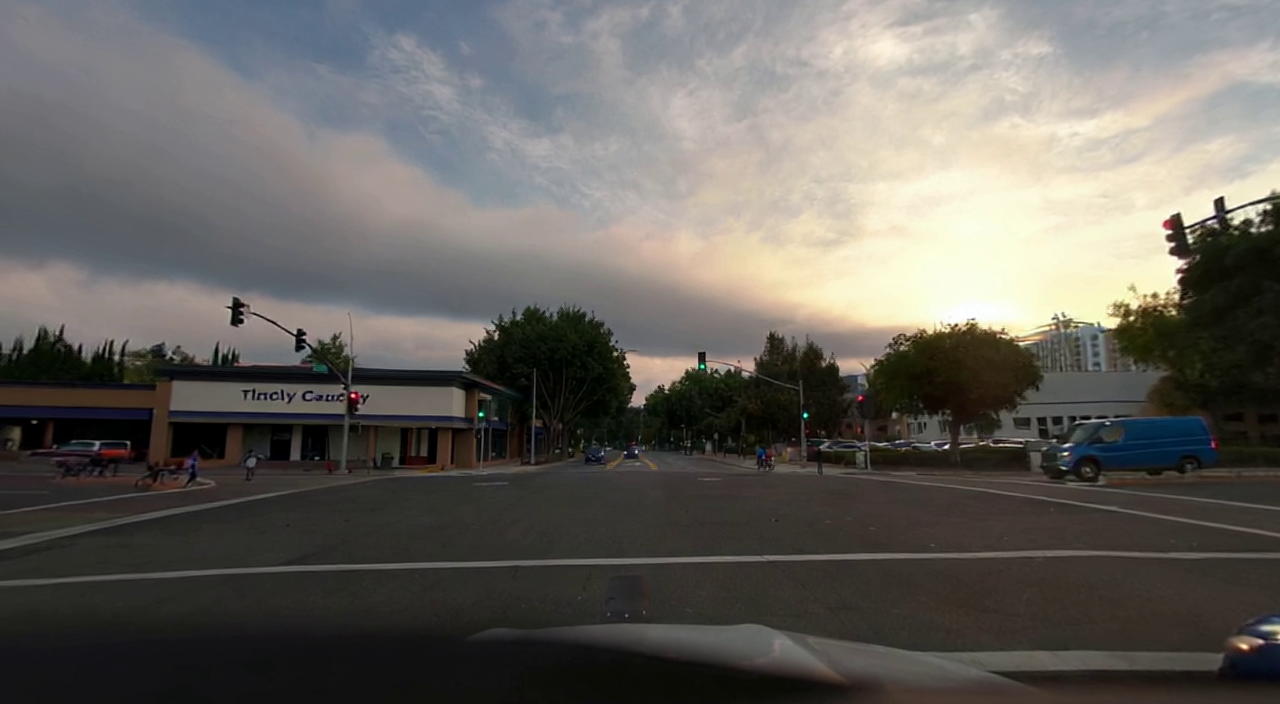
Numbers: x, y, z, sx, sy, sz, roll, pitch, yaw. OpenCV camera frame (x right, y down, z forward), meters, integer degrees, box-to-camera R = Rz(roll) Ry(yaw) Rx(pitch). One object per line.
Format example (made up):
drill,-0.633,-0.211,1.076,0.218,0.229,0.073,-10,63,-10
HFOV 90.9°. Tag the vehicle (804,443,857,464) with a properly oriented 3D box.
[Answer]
vehicle,14.886,7.940,49.488,1.924,1.579,4.084,3,-9,-18

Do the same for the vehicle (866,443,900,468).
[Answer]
vehicle,15.769,6.653,40.780,1.875,1.543,3.853,-3,-9,22

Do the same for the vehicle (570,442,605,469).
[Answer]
vehicle,-3.409,6.774,41.387,1.961,1.658,4.064,0,-8,0

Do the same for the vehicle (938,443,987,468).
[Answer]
vehicle,20.405,6.529,40.037,2.066,1.488,4.158,-3,-9,18

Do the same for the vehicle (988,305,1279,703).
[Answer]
vehicle,2.880,0.600,0.910,2.048,1.725,4.754,0,-8,0

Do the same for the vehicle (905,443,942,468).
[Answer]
vehicle,18.101,6.570,40.330,1.791,1.520,3.649,-3,-9,19

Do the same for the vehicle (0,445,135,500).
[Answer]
vehicle,-18.105,3.504,18.624,4.686,1.500,1.935,0,-8,2
